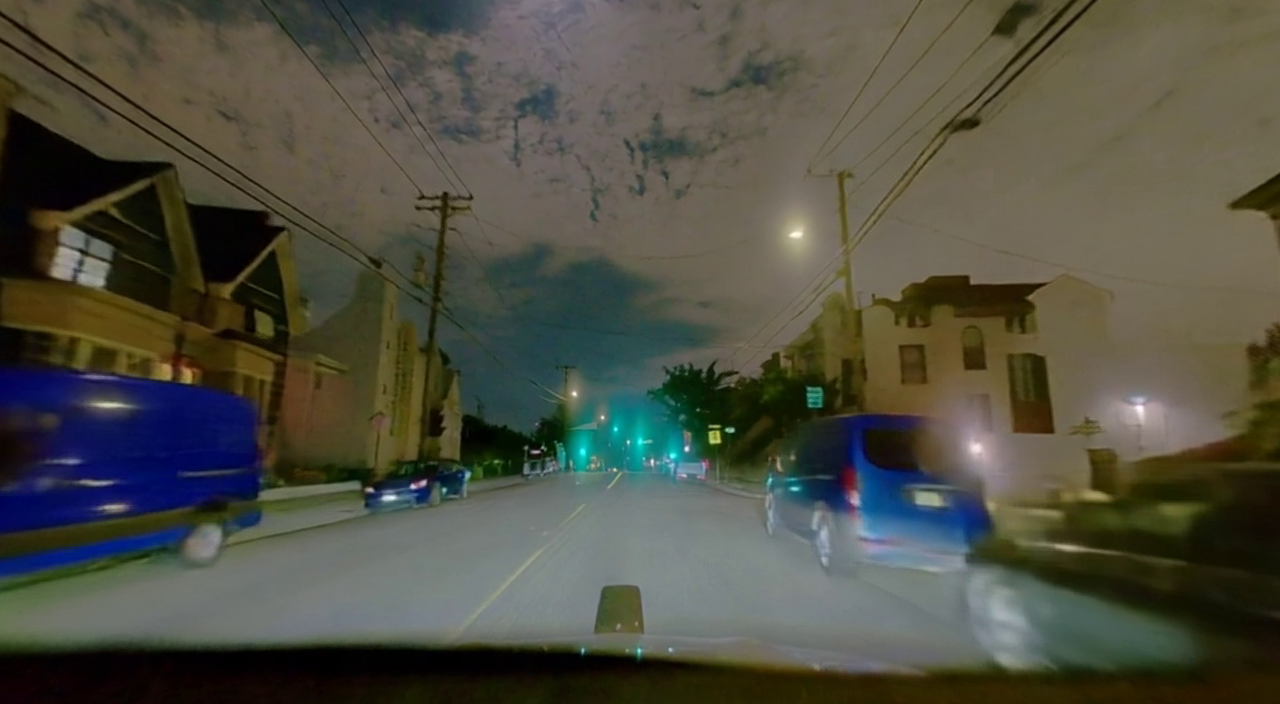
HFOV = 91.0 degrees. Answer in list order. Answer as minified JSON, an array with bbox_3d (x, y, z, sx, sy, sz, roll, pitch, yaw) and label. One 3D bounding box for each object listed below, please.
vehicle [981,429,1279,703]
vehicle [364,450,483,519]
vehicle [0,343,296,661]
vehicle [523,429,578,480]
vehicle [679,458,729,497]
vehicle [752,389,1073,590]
[{"bbox_3d":[3.212,0.959,1.911,1.796,1.449,4.373,0,-9,-2],"label":"vehicle"},{"bbox_3d":[-6.645,4.064,19.928,2.057,1.632,4.730,-1,-6,1],"label":"vehicle"},{"bbox_3d":[-6.757,1.438,7.143,2.508,2.712,5.809,-2,-4,0],"label":"vehicle"},{"bbox_3d":[-6.905,8.153,49.675,3.115,3.562,7.695,-2,-10,0],"label":"vehicle"},{"bbox_3d":[3.124,6.231,31.605,2.010,1.661,4.615,0,-9,0],"label":"vehicle"},{"bbox_3d":[3.113,1.719,8.736,2.145,1.935,5.054,0,-9,0],"label":"vehicle"}]
